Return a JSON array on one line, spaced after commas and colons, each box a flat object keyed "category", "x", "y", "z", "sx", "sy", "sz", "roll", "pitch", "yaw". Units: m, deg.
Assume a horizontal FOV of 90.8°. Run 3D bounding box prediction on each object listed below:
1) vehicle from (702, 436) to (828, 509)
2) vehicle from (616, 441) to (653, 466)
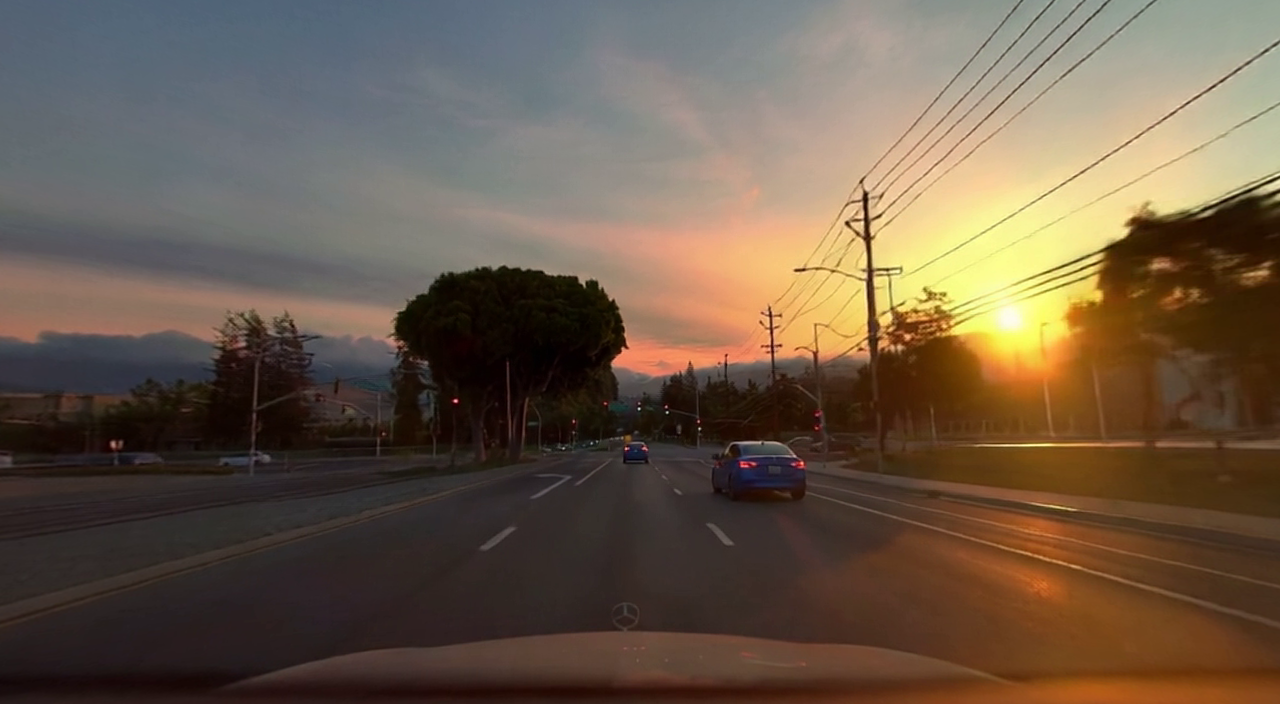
[{"category": "vehicle", "x": 2.761, "y": 2.776, "z": 15.062, "sx": 2.004, "sy": 1.448, "sz": 4.263, "roll": 0, "pitch": -8, "yaw": -2}, {"category": "vehicle", "x": -0.349, "y": 6.210, "z": 38.763, "sx": 2.110, "sy": 1.466, "sz": 3.860, "roll": 0, "pitch": -8, "yaw": -1}]
